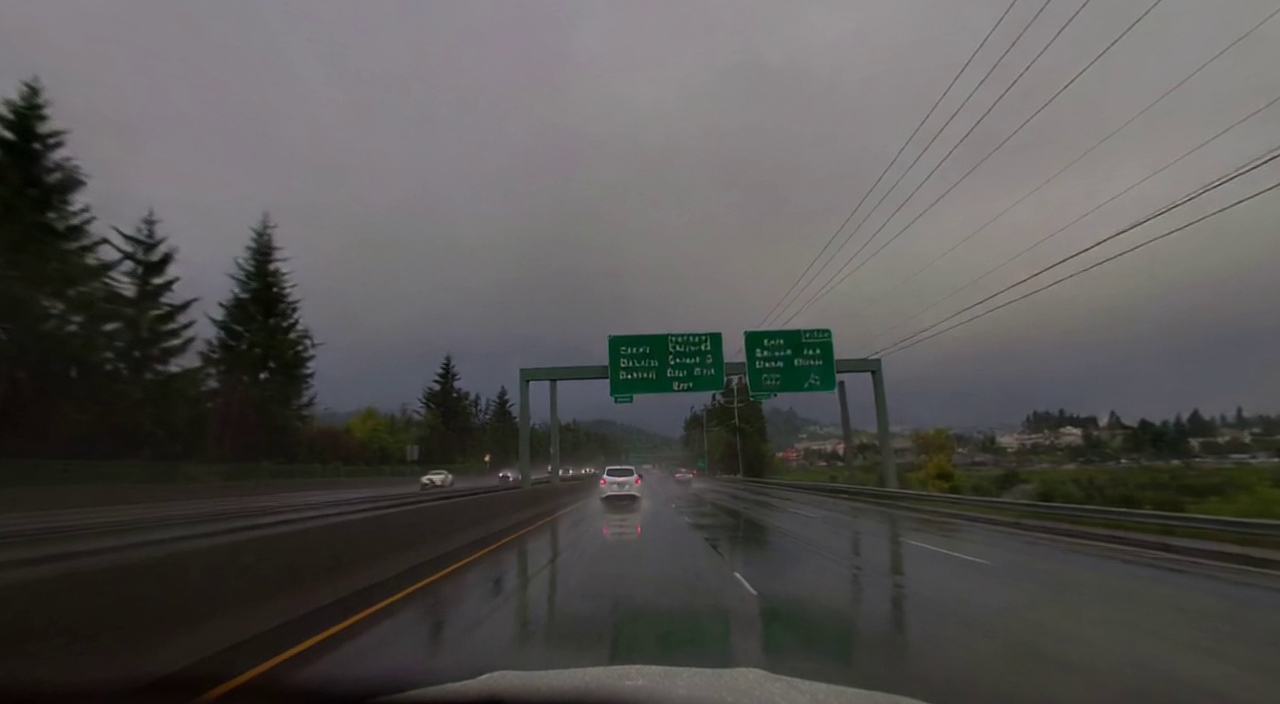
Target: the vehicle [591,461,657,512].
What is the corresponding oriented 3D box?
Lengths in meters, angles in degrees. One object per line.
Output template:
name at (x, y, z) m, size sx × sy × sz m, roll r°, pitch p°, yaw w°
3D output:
vehicle at (-0.478, 4.431, 21.019) m, size 1.987 × 1.480 × 3.786 m, roll 1°, pitch -10°, yaw 0°
